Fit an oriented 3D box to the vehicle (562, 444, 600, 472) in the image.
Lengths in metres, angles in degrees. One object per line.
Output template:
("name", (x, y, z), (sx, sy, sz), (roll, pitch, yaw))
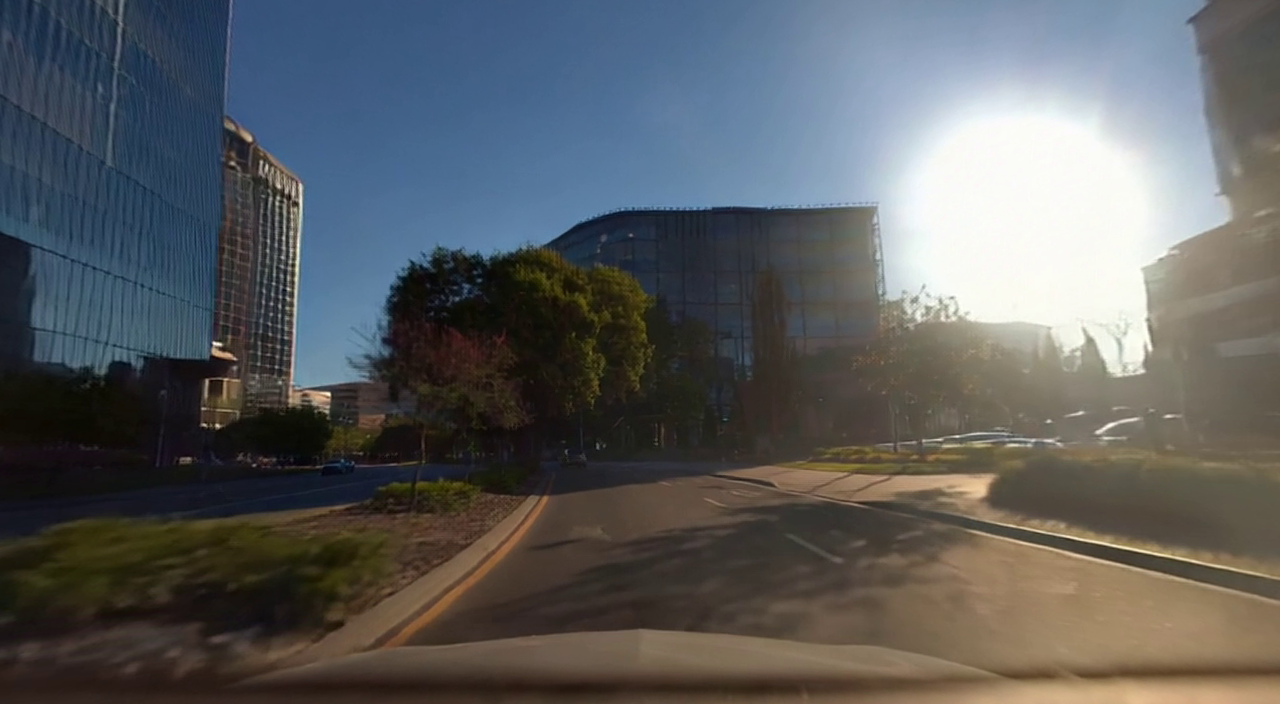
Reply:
("vehicle", (-4.183, 7.353, 44.076), (2.129, 1.816, 4.851), (2, -9, -12))
